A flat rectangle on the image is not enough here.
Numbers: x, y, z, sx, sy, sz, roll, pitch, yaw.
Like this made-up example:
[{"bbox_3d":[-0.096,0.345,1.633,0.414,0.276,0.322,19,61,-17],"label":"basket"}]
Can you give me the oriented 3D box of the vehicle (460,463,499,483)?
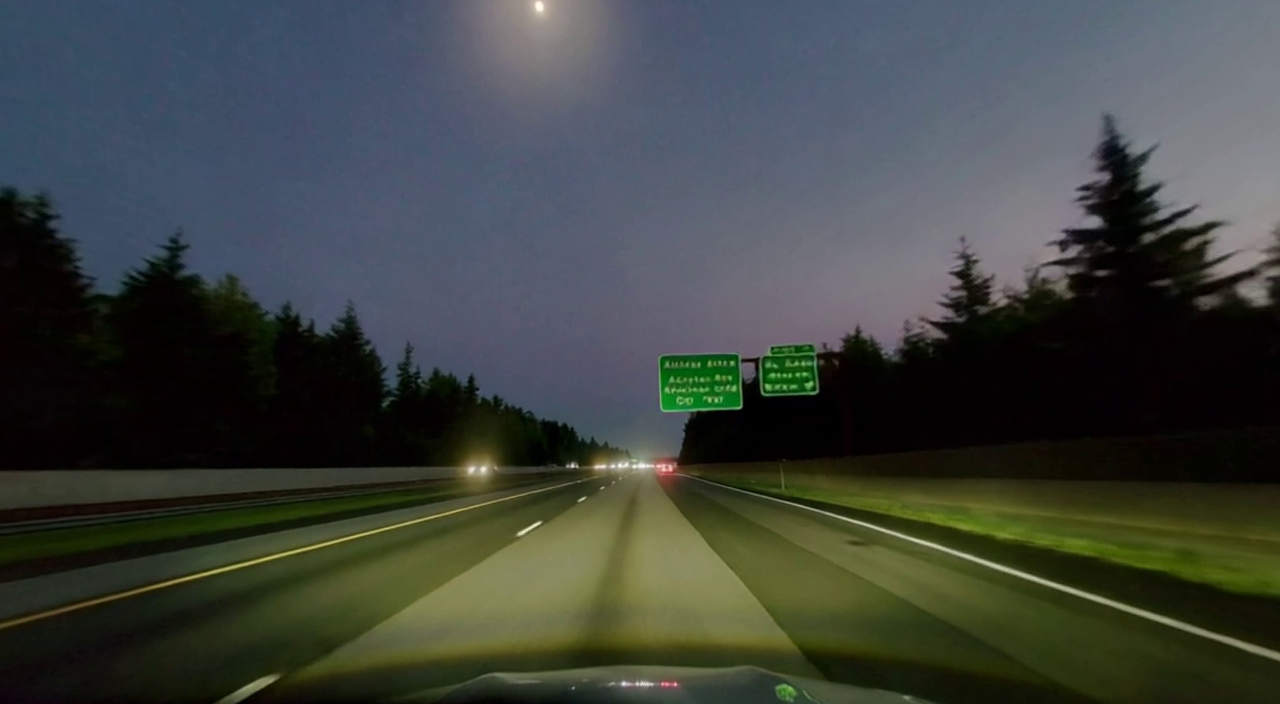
[{"bbox_3d":[-12.667,9.581,49.933,1.858,1.466,4.258,1,-11,1],"label":"vehicle"}]
